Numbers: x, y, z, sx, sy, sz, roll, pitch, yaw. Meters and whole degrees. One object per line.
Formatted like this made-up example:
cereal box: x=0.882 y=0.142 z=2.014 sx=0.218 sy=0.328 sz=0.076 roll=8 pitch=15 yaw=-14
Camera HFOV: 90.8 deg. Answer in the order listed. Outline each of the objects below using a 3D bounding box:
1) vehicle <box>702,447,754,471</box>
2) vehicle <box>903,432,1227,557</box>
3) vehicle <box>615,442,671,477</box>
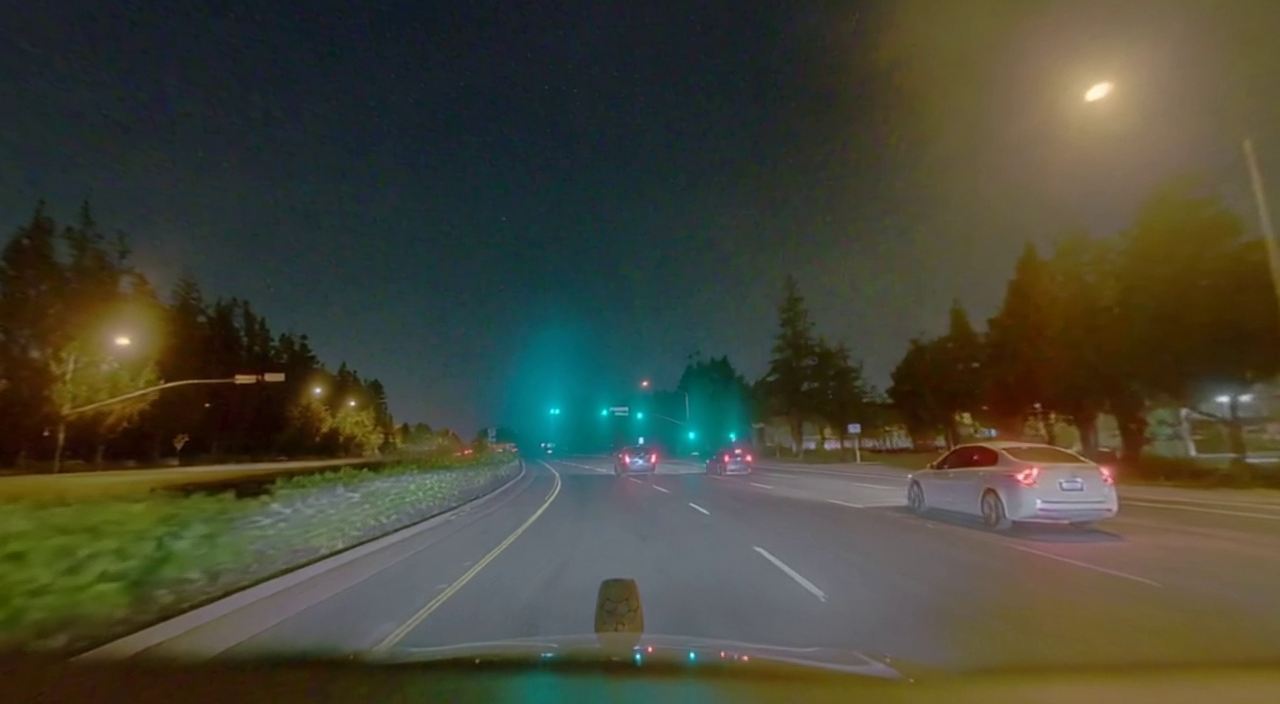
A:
vehicle: x=5.712 y=7.011 z=41.685 sx=1.940 sy=1.460 sz=4.652 roll=1 pitch=-9 yaw=-11
vehicle: x=6.068 y=2.044 z=9.865 sx=1.882 sy=1.476 sz=4.344 roll=0 pitch=-8 yaw=-3
vehicle: x=0.062 y=5.562 z=32.966 sx=2.122 sy=1.646 sz=4.525 roll=1 pitch=-9 yaw=-10
